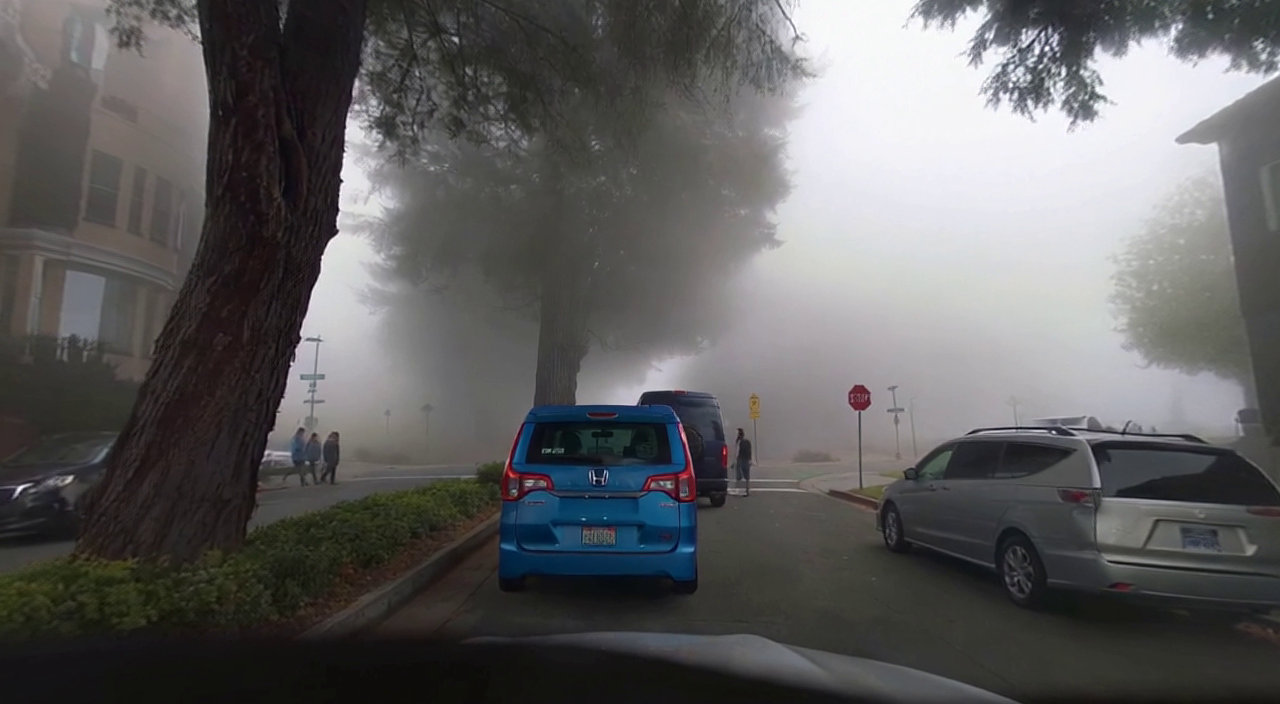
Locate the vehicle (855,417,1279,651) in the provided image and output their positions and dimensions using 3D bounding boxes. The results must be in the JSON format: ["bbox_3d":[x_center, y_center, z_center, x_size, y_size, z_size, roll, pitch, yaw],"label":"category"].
[{"bbox_3d":[4.219,1.678,6.904,1.959,1.581,4.731,4,-9,-2],"label":"vehicle"}]

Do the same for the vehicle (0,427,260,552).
[{"bbox_3d":[-8.291,2.017,10.053,1.825,1.532,4.083,-3,-7,2],"label":"vehicle"}]

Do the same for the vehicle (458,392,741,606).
[{"bbox_3d":[-0.349,1.583,7.705,2.377,1.787,4.652,0,-8,0],"label":"vehicle"}]
